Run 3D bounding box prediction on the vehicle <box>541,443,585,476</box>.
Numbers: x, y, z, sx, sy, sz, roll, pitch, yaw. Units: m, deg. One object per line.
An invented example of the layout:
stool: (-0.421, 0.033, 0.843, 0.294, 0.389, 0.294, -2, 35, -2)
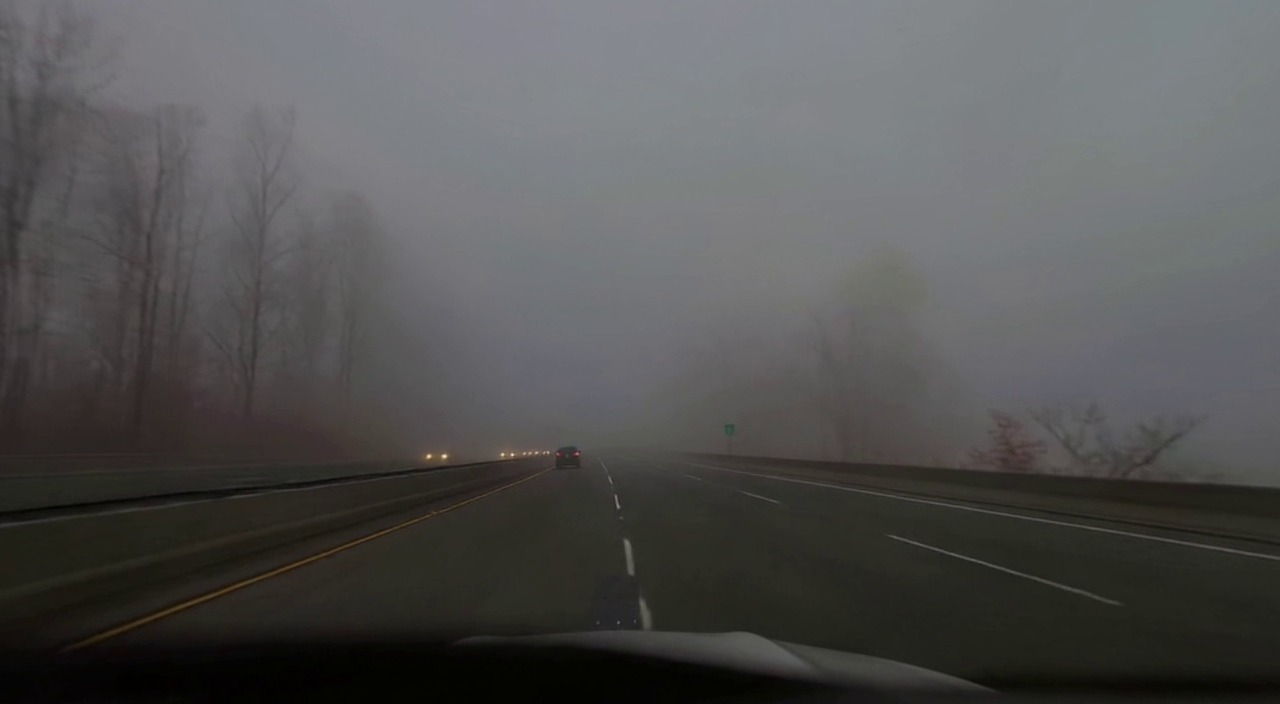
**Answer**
vehicle: (-4.130, 5.827, 34.228, 2.151, 1.693, 4.201, 0, -9, -4)
